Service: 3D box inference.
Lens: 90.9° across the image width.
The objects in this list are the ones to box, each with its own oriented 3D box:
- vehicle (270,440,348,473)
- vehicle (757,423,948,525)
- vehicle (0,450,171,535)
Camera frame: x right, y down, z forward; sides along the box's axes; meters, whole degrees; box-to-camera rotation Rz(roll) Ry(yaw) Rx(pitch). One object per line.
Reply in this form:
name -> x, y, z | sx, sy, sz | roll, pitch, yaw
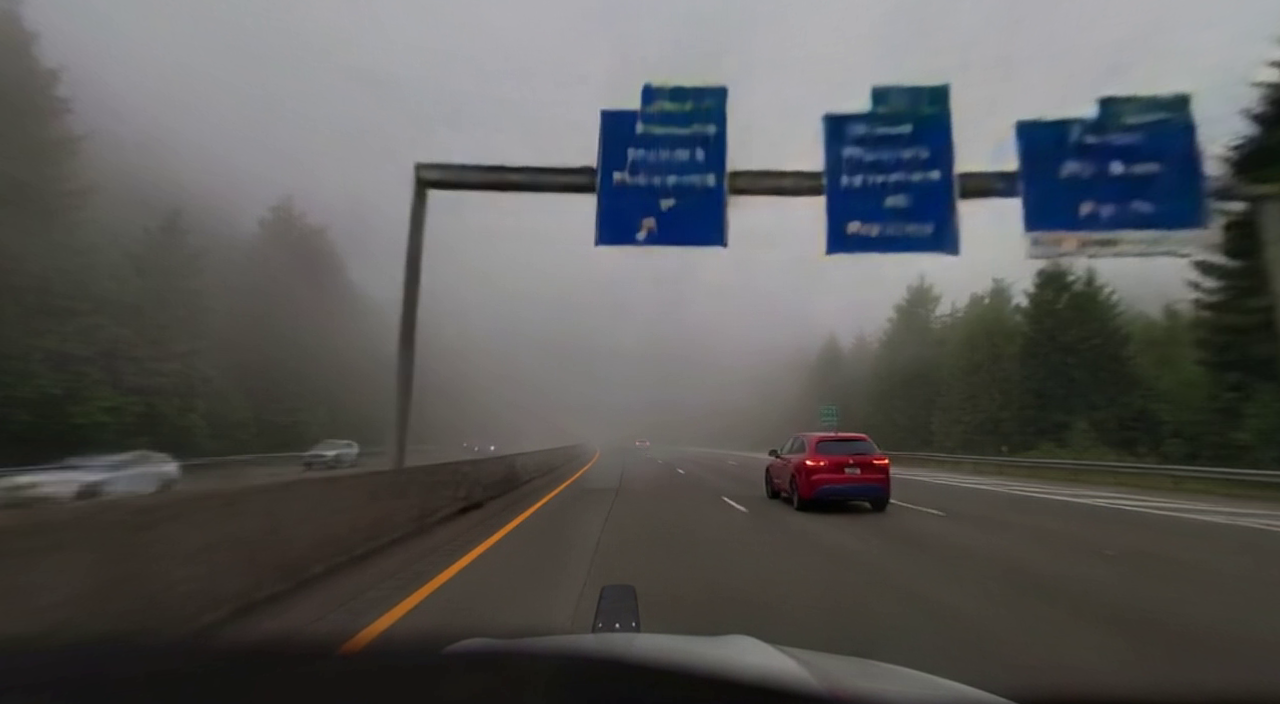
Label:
vehicle -> -18.070, 5.680, 34.660 | 1.962, 1.680, 4.392 | 0, -8, -2
vehicle -> 3.622, 2.145, 11.704 | 1.958, 1.526, 4.227 | 0, -8, -2
vehicle -> -13.344, 3.056, 14.387 | 1.922, 1.530, 4.422 | 0, -8, -1
